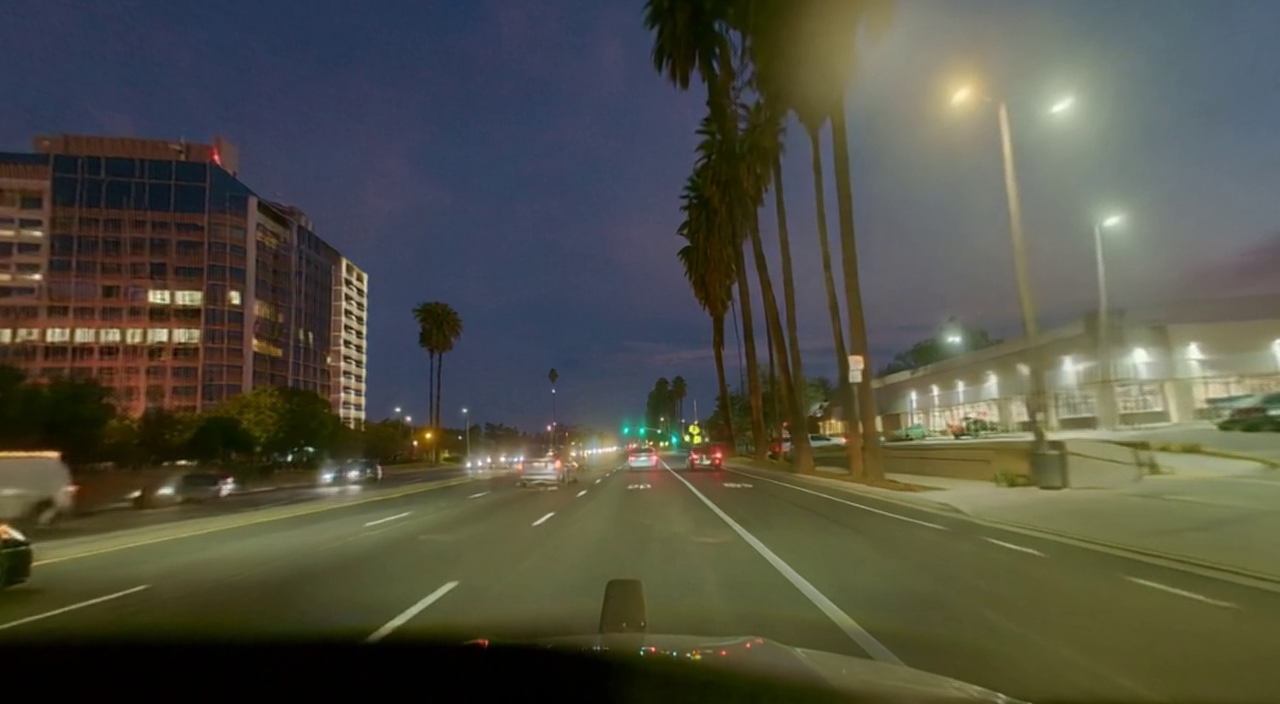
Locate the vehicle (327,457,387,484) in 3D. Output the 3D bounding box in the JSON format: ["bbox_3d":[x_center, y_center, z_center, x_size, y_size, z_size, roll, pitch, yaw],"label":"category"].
[{"bbox_3d":[-20.593,8.621,46.082,2.016,1.754,4.826,-1,-9,1],"label":"vehicle"}]

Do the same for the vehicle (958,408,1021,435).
[{"bbox_3d":[23.736,4.748,42.739,4.448,1.701,1.954,6,-11,-37],"label":"vehicle"}]

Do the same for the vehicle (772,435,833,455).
[{"bbox_3d":[12.366,7.031,47.796,4.284,1.450,1.927,4,-10,-29],"label":"vehicle"}]

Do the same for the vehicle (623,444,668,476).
[{"bbox_3d":[0.280,5.523,32.494,2.147,1.507,3.953,-1,-9,0],"label":"vehicle"}]

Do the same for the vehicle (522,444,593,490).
[{"bbox_3d":[-2.923,4.177,23.336,1.908,1.505,4.369,-1,-9,2],"label":"vehicle"}]

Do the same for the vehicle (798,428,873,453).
[{"bbox_3d":[12.923,5.839,41.639,4.749,1.457,1.806,3,-11,-28],"label":"vehicle"}]

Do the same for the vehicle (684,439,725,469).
[{"bbox_3d":[4.130,6.628,41.100,2.108,1.785,4.334,0,-9,-1],"label":"vehicle"}]

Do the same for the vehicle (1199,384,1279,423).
[{"bbox_3d":[27.758,2.220,27.358,1.663,1.499,4.774,5,-10,-31],"label":"vehicle"}]
